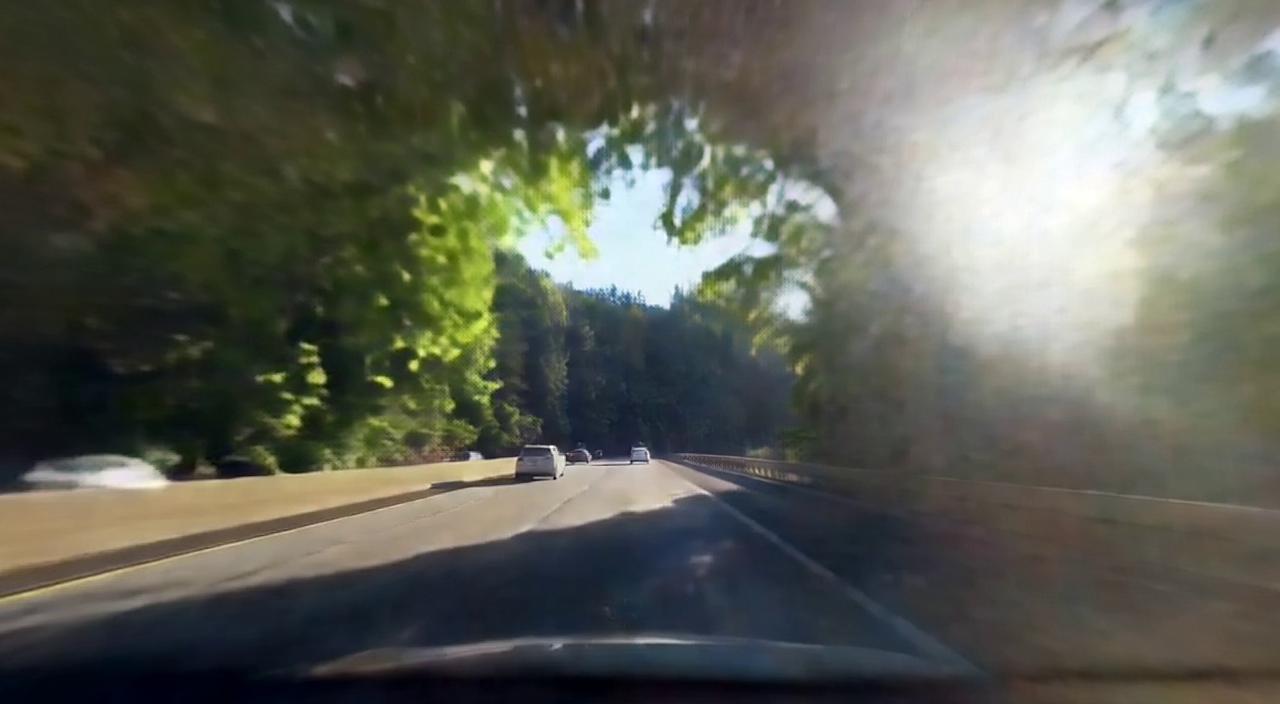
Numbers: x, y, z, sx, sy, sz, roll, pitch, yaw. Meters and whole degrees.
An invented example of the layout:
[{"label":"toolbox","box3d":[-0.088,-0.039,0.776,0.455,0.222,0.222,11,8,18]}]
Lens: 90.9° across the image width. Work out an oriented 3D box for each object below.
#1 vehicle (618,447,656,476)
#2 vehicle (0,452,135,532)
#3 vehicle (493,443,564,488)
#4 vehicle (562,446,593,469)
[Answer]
[{"label":"vehicle","box3d":[-0.153,5.995,34.801,2.001,1.490,3.914,0,-9,0]},{"label":"vehicle","box3d":[-12.773,2.767,12.716,1.761,1.468,4.061,0,-9,0]},{"label":"vehicle","box3d":[-4.149,4.302,24.114,1.978,1.538,3.755,0,-9,1]},{"label":"vehicle","box3d":[-4.536,7.732,46.156,1.834,1.615,3.624,0,-9,0]}]
